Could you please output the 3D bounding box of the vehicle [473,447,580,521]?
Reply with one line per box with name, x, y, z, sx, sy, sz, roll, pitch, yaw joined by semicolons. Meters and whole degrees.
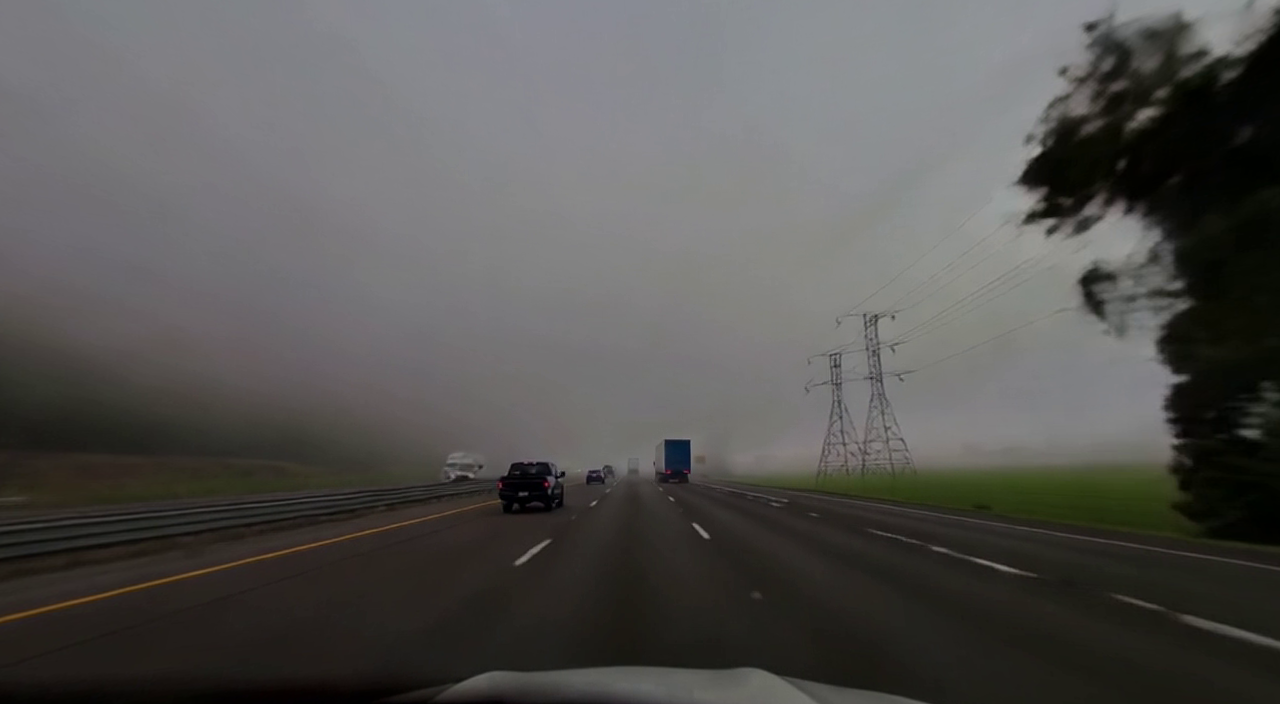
vehicle;-2.915;3.569;17.337;2.065;1.722;4.441;1;-10;0
